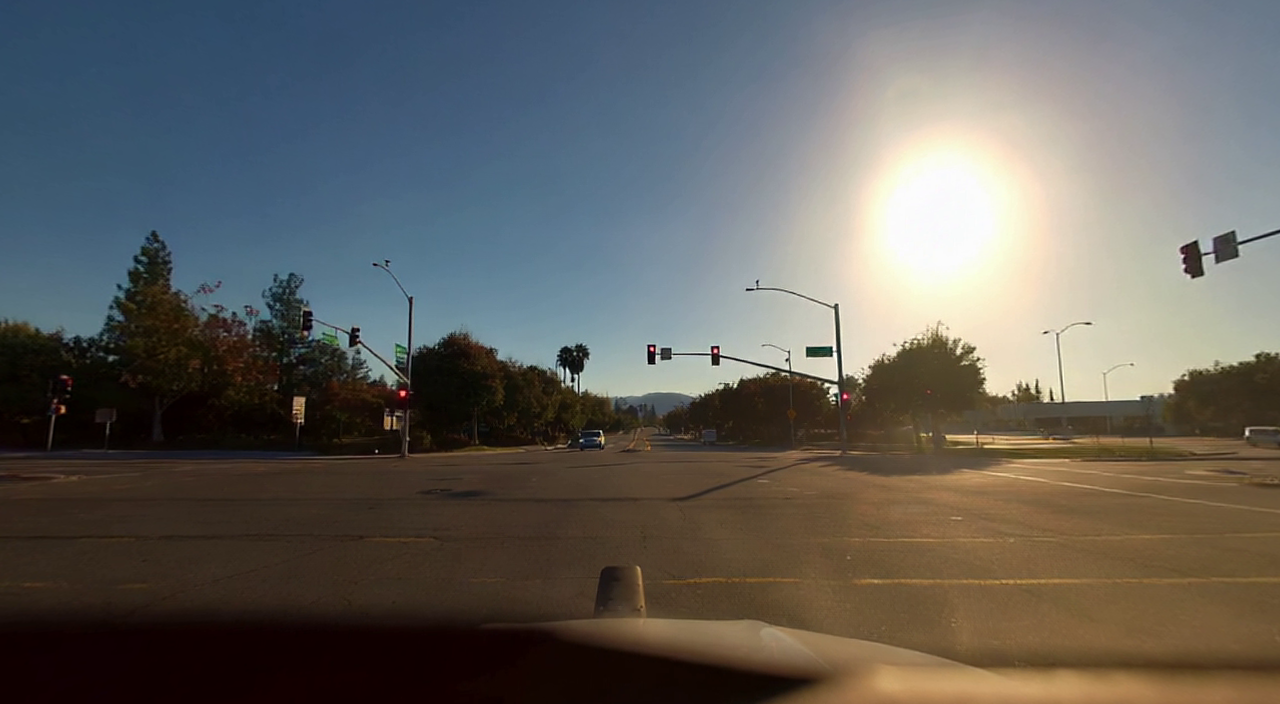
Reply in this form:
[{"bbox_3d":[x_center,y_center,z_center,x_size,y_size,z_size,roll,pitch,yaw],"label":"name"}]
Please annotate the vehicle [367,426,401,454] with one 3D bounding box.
[{"bbox_3d":[-19.954,6.867,48.892,1.873,2.079,2.879,5,-10,-32],"label":"vehicle"}]
